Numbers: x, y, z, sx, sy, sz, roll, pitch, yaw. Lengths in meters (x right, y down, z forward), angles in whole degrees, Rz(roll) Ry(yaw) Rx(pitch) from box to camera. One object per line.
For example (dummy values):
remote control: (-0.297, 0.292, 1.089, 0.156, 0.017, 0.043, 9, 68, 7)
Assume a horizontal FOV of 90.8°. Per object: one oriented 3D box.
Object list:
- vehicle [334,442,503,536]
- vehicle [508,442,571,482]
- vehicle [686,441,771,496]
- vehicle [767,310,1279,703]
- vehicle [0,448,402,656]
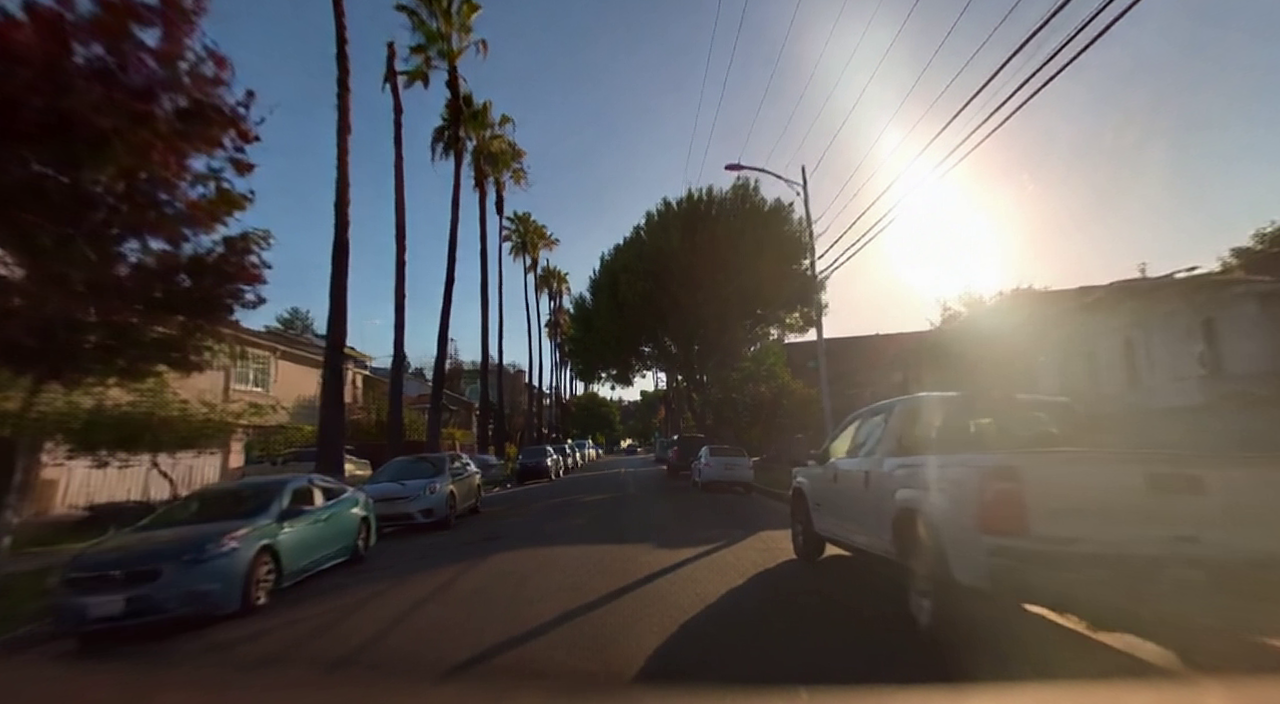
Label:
vehicle: (-4.253, 2.674, 13.085, 1.814, 1.548, 4.802, 0, -8, -1)
vehicle: (-4.516, 5.019, 29.134, 2.123, 1.636, 4.481, 0, -8, 0)
vehicle: (2.526, 3.427, 19.018, 1.881, 1.460, 4.007, 0, -8, -2)
vehicle: (2.858, 1.163, 5.566, 2.292, 1.981, 5.277, 0, -8, -1)
vehicle: (-4.144, 1.792, 6.743, 1.782, 1.487, 3.974, 0, -8, -2)
